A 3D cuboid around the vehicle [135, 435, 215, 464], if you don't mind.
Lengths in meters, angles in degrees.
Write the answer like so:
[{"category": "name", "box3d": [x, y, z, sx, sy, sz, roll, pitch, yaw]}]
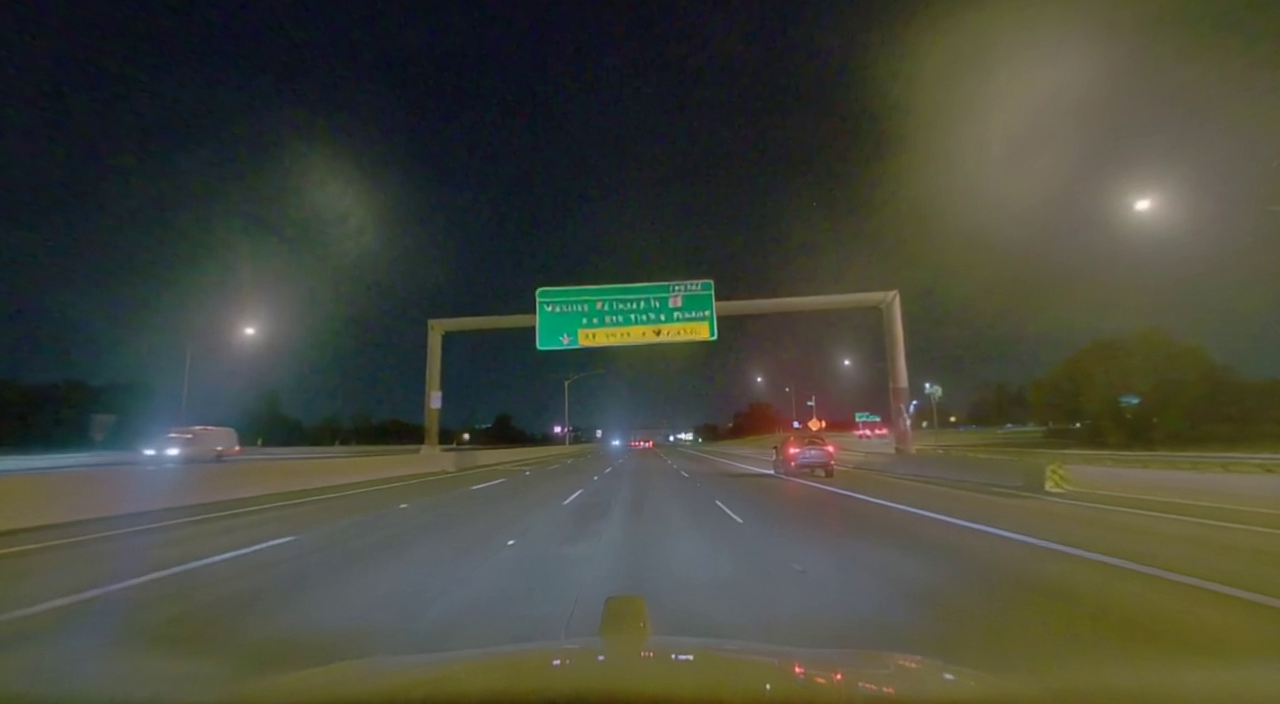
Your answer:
[{"category": "vehicle", "box3d": [-36.075, 7.590, 49.160, 2.264, 2.044, 5.536, 0, -8, -3]}]
